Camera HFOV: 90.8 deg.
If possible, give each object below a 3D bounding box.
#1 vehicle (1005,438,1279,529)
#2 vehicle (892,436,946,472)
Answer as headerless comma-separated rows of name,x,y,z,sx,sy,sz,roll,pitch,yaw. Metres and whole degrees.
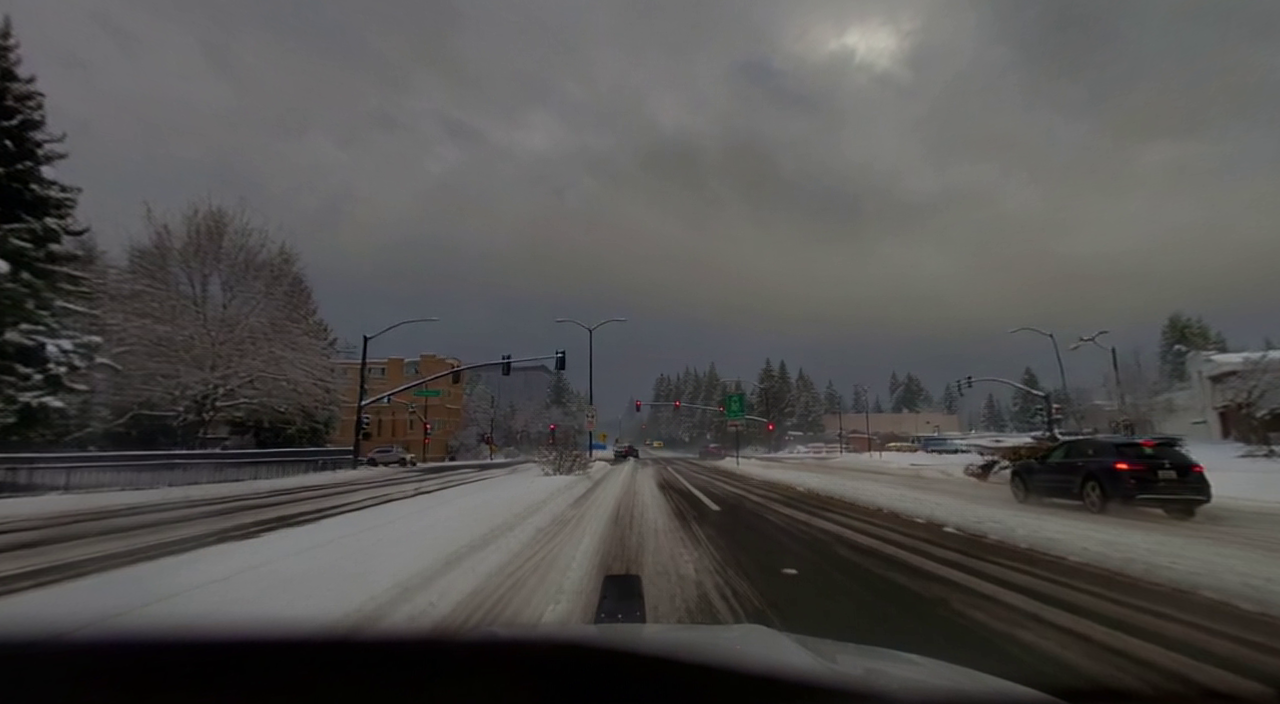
vehicle,9.747,2.524,12.849,1.933,1.500,4.458,0,-8,-1
vehicle,15.325,5.621,34.954,1.951,1.843,4.335,-2,-9,14
